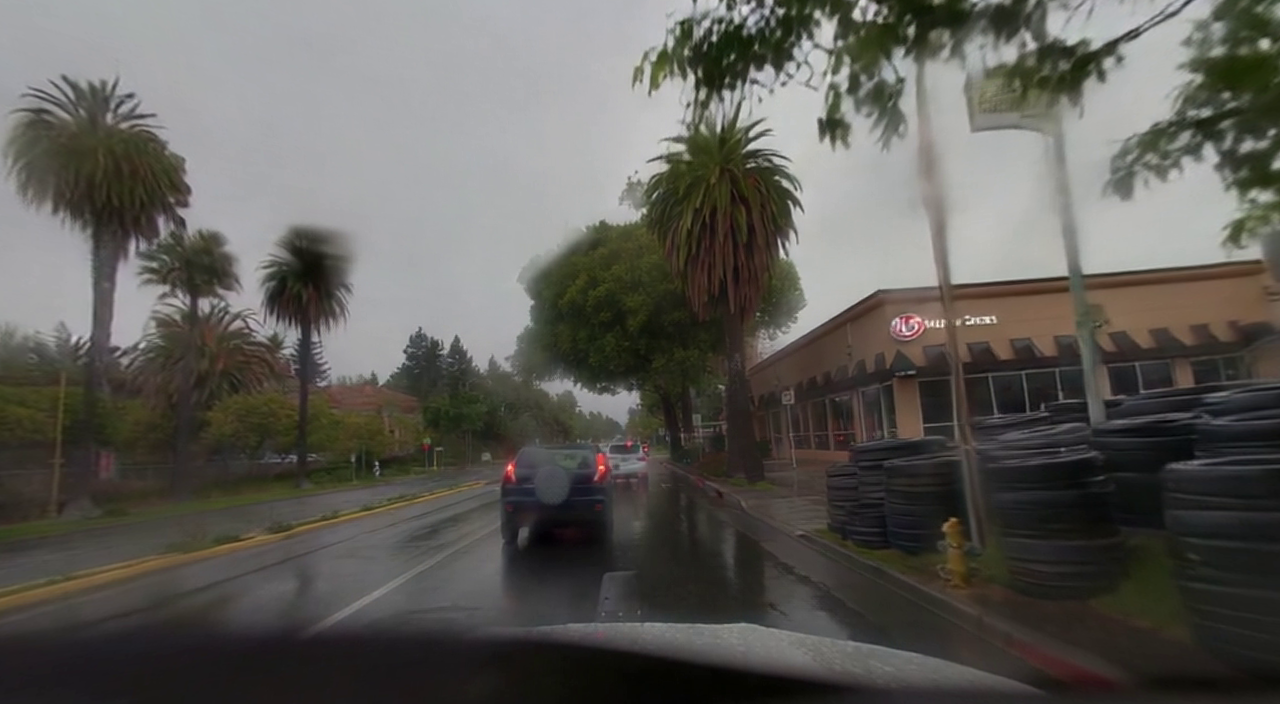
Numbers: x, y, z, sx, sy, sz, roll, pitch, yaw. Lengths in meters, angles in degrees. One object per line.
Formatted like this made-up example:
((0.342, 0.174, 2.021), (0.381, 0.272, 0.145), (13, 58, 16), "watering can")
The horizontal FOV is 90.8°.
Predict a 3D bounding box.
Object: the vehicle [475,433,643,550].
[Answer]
((-1.098, 2.127, 10.306), (2.169, 1.495, 4.048), (0, -8, -1), "vehicle")
